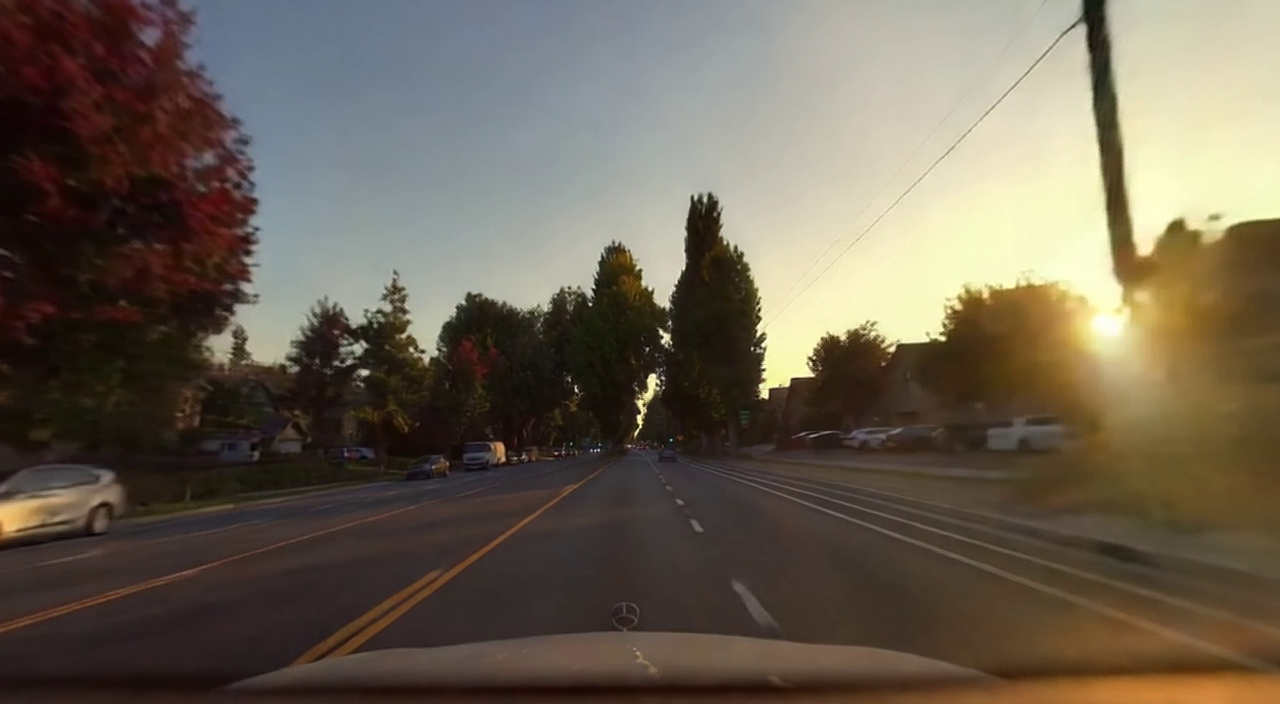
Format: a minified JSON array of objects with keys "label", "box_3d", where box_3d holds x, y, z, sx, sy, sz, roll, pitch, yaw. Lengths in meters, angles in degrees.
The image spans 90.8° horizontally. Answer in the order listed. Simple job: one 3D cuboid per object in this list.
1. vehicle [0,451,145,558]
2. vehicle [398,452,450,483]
[{"label":"vehicle","box_3d":[-12.232,2.897,12.186,2.000,1.821,4.314,-2,-8,-3]},{"label":"vehicle","box_3d":[-12.402,6.615,36.491,1.762,1.552,3.901,-3,-9,-2]}]
